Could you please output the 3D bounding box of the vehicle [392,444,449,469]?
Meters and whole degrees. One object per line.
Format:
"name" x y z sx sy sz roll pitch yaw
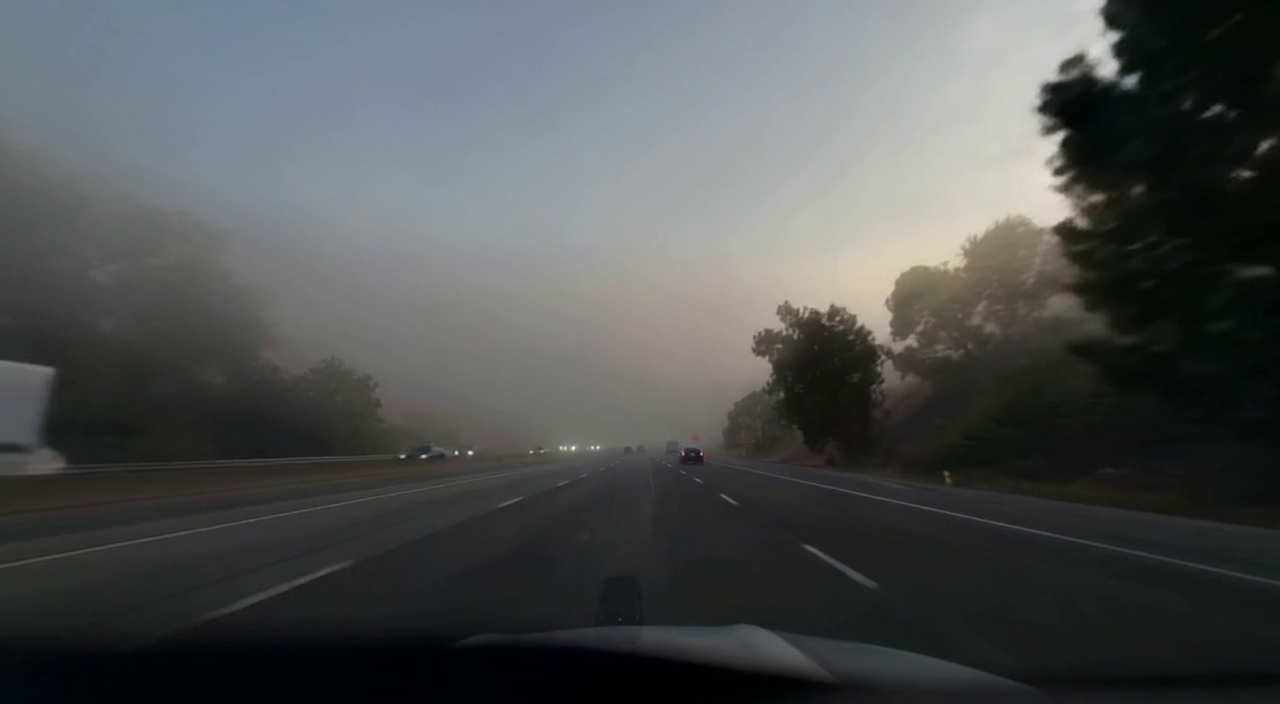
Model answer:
"vehicle" -15.469 7.364 44.616 2.074 1.685 4.866 0 -9 3
